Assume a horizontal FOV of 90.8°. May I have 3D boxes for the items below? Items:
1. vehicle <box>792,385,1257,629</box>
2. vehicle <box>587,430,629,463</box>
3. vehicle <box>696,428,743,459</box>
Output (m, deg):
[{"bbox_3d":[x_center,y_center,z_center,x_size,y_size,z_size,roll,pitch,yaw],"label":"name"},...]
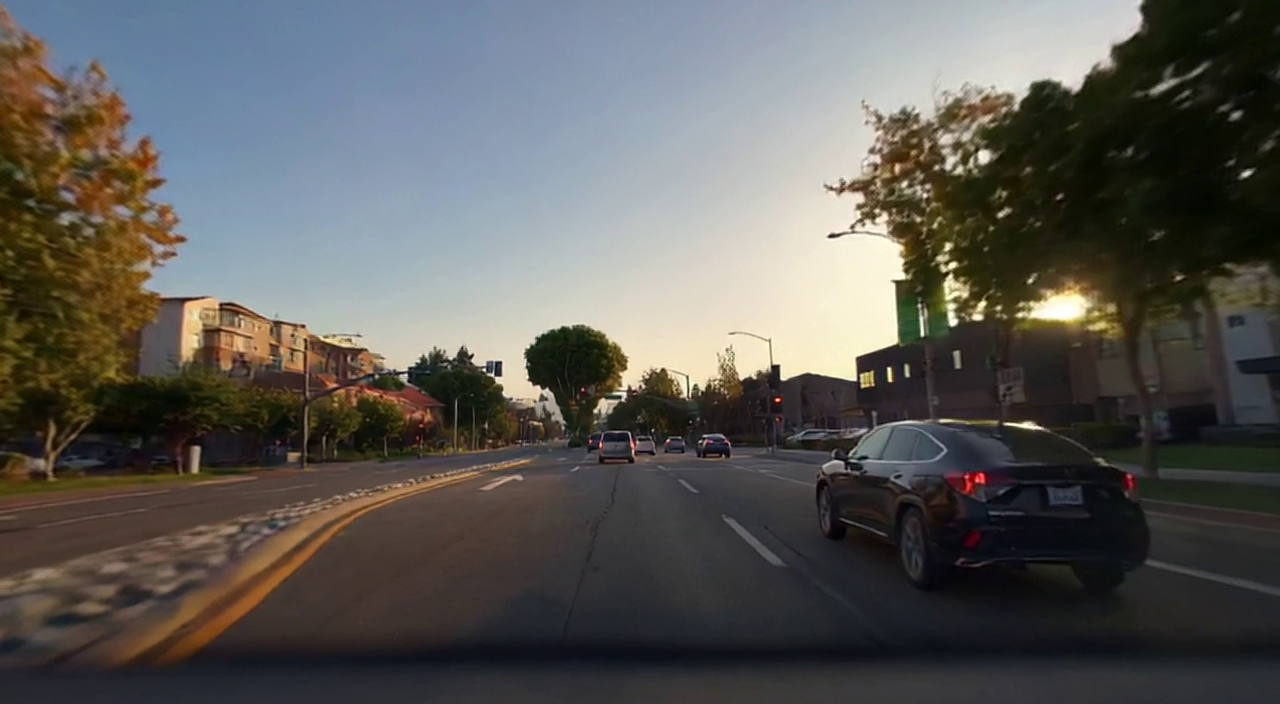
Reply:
[{"bbox_3d":[3.232,1.387,6.754,1.893,1.664,4.670,0,-8,-2],"label":"vehicle"},{"bbox_3d":[-1.744,5.053,33.930,2.101,1.641,4.341,1,-8,-3],"label":"vehicle"},{"bbox_3d":[5.230,6.114,42.372,2.052,1.886,5.297,1,-8,-4],"label":"vehicle"}]
